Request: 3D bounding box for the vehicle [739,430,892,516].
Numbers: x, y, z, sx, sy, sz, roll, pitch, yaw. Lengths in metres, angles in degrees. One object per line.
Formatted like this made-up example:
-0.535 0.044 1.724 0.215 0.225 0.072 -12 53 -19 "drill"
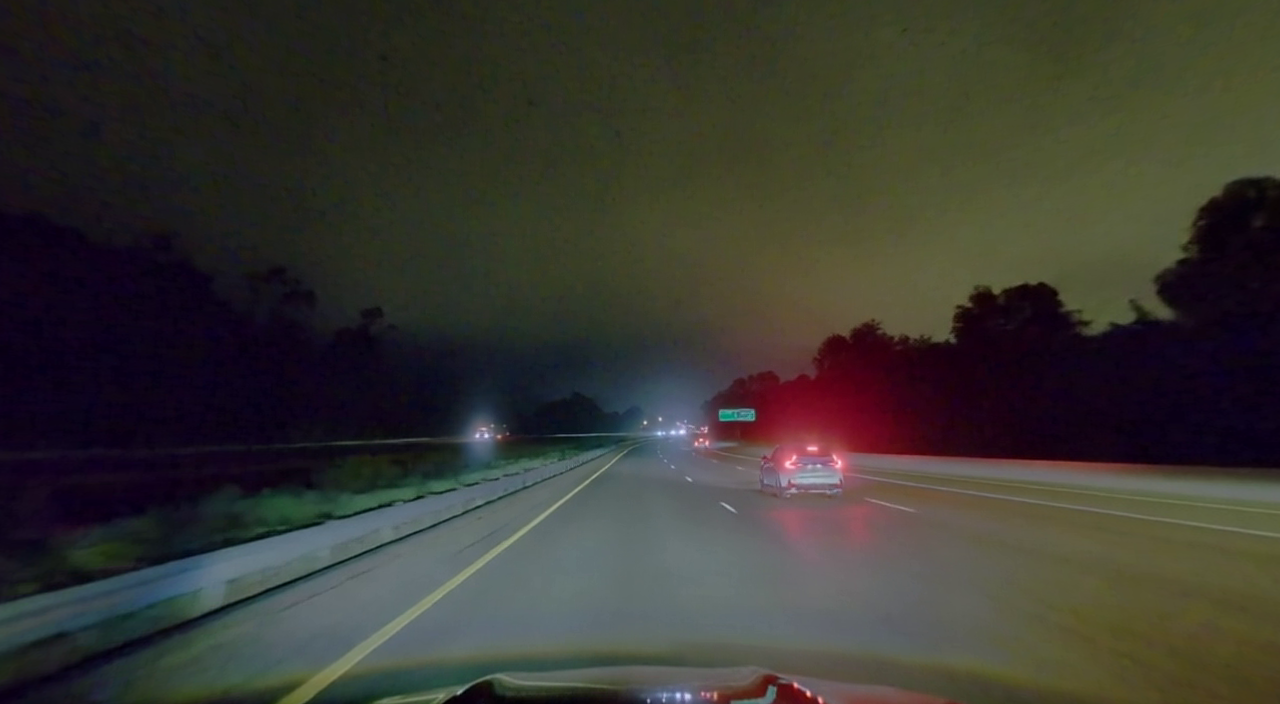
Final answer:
3.570 2.554 13.800 2.050 1.546 4.344 0 -9 -1 "vehicle"
